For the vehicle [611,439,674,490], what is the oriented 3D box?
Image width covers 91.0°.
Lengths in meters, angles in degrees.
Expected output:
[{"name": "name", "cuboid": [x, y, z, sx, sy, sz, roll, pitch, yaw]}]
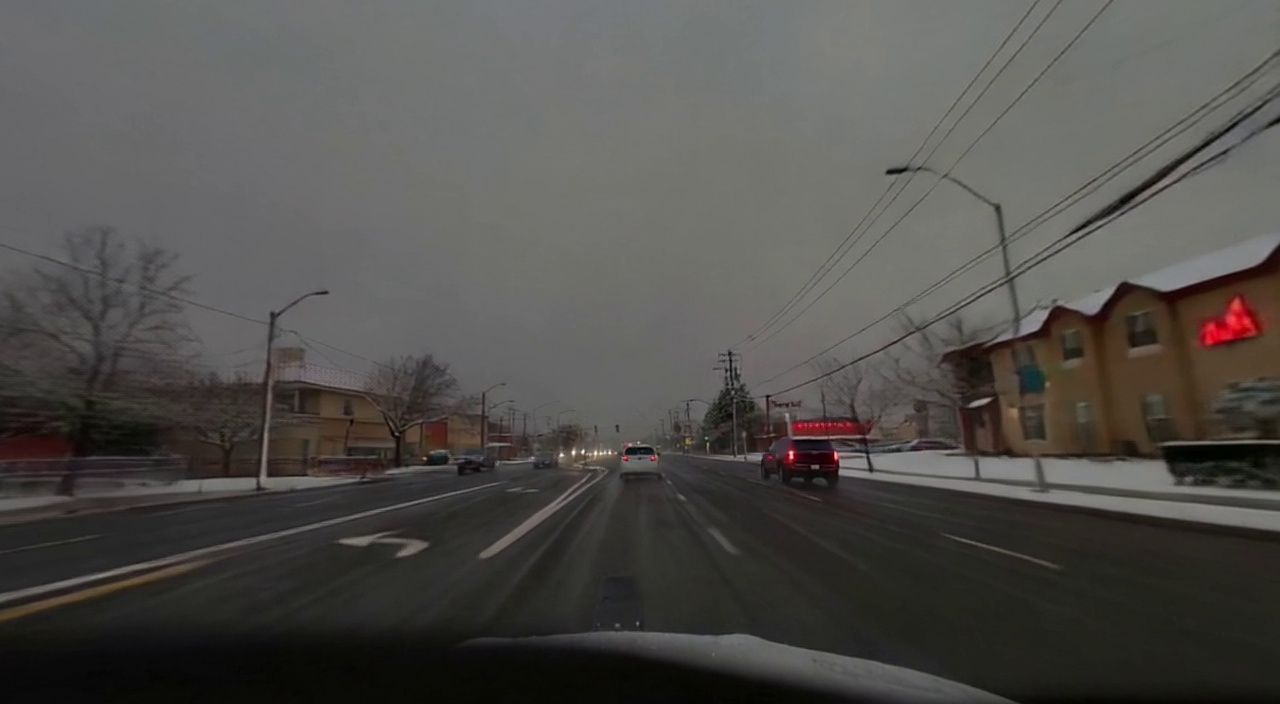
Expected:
[{"name": "vehicle", "cuboid": [0.062, 4.144, 23.560, 2.138, 1.702, 4.168, 0, -9, -1]}]

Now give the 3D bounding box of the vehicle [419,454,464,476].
[{"name": "vehicle", "cuboid": [-14.722, 8.380, 47.017, 1.945, 1.504, 4.362, 0, -9, 0]}]

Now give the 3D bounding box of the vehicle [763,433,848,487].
[{"name": "vehicle", "cuboid": [6.282, 4.142, 24.432, 2.061, 1.889, 4.268, 0, -9, -1]}]

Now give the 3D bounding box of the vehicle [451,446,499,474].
[{"name": "vehicle", "cuboid": [-11.164, 7.333, 42.937, 2.078, 1.825, 4.611, 0, -9, 0]}]
